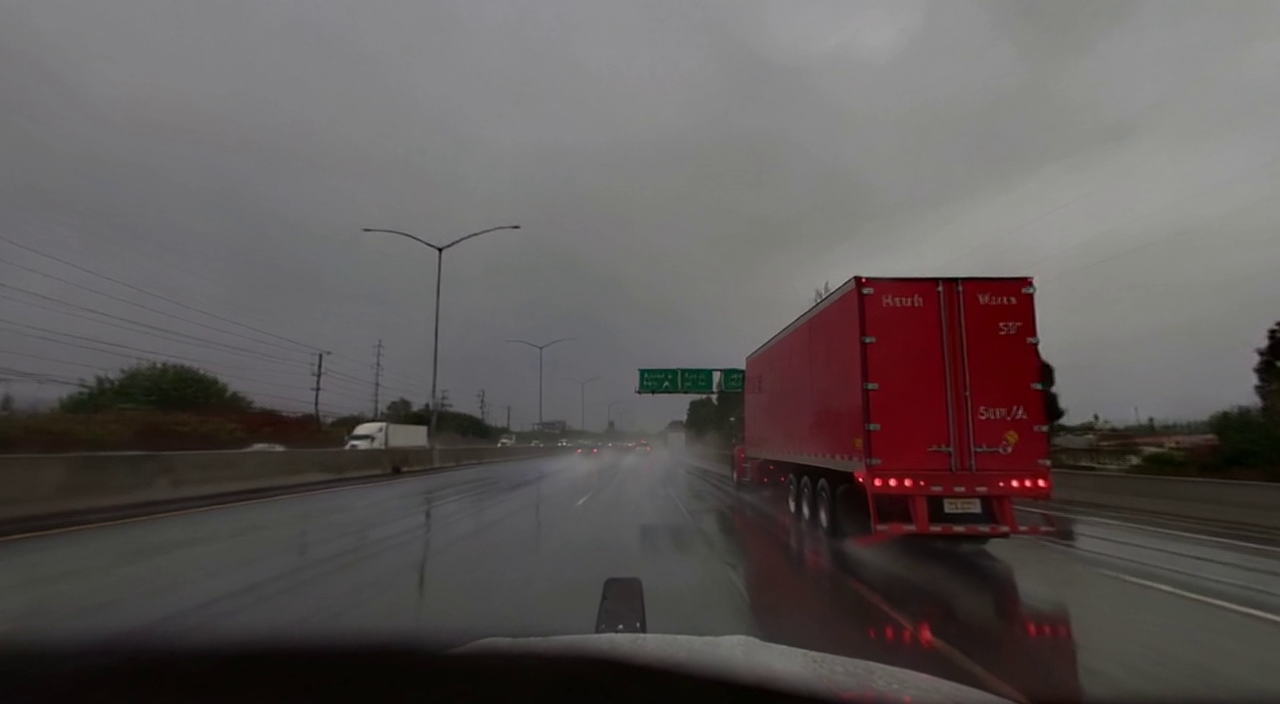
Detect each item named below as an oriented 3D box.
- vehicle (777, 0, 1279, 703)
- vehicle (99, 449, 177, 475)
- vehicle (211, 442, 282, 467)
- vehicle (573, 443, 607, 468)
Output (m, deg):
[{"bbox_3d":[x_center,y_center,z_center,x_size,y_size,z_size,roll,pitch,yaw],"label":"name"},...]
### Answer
[{"bbox_3d":[3.838,-0.156,3.240,2.899,4.078,16.430,0,-8,1],"label":"vehicle"},{"bbox_3d":[-28.922,6.335,36.397,1.558,1.409,3.503,0,-9,0],"label":"vehicle"},{"bbox_3d":[-24.740,6.455,39.743,1.893,1.494,3.950,0,-9,0],"label":"vehicle"},{"bbox_3d":[-3.428,7.195,44.017,2.000,1.658,4.155,0,-9,0],"label":"vehicle"}]
